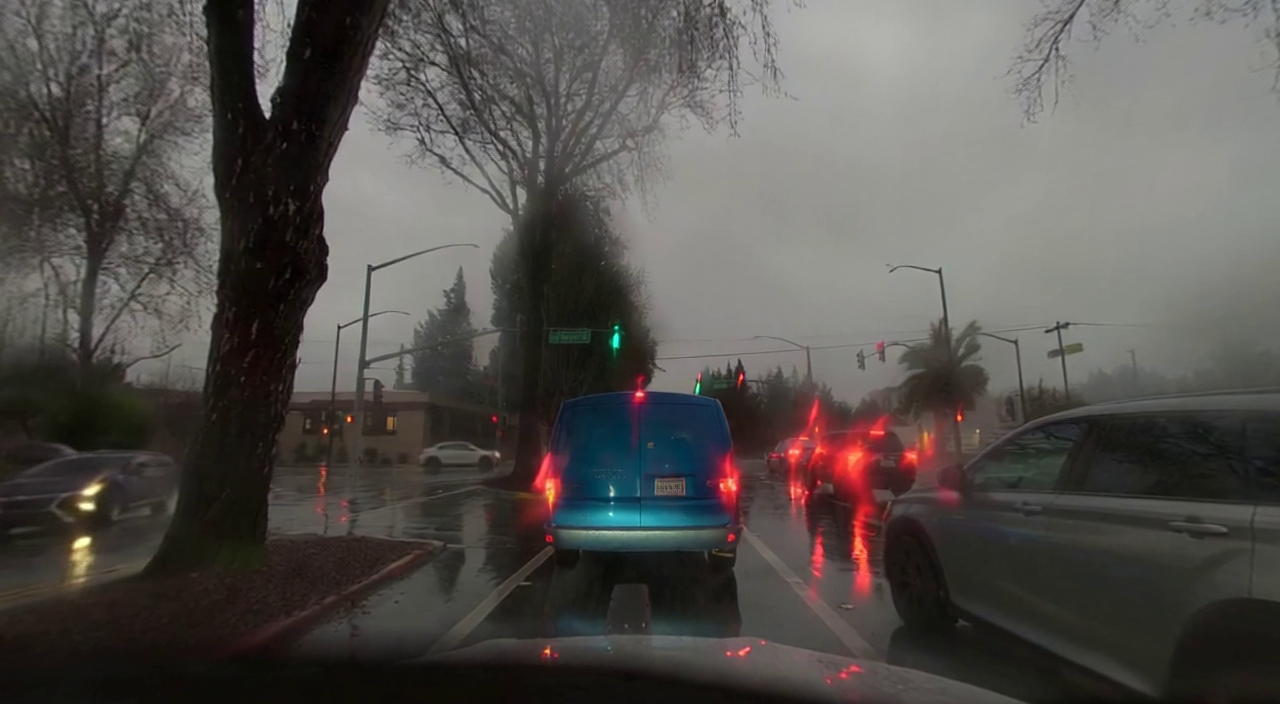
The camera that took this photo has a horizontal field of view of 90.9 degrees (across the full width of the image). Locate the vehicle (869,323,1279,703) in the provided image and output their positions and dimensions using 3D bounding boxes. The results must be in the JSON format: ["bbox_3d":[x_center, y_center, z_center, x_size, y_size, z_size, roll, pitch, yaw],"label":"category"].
[{"bbox_3d":[2.903,0.948,3.165,1.971,1.663,4.287,0,-8,2],"label":"vehicle"}]

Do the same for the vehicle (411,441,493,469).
[{"bbox_3d":[-11.121,6.108,37.501,4.498,1.547,1.886,2,-9,-16],"label":"vehicle"}]

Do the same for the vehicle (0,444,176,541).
[{"bbox_3d":[-11.071,2.665,12.777,2.023,1.488,4.654,1,-8,-29],"label":"vehicle"}]

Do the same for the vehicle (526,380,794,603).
[{"bbox_3d":[0.180,1.466,7.443,2.185,1.822,4.391,0,-8,1],"label":"vehicle"}]
